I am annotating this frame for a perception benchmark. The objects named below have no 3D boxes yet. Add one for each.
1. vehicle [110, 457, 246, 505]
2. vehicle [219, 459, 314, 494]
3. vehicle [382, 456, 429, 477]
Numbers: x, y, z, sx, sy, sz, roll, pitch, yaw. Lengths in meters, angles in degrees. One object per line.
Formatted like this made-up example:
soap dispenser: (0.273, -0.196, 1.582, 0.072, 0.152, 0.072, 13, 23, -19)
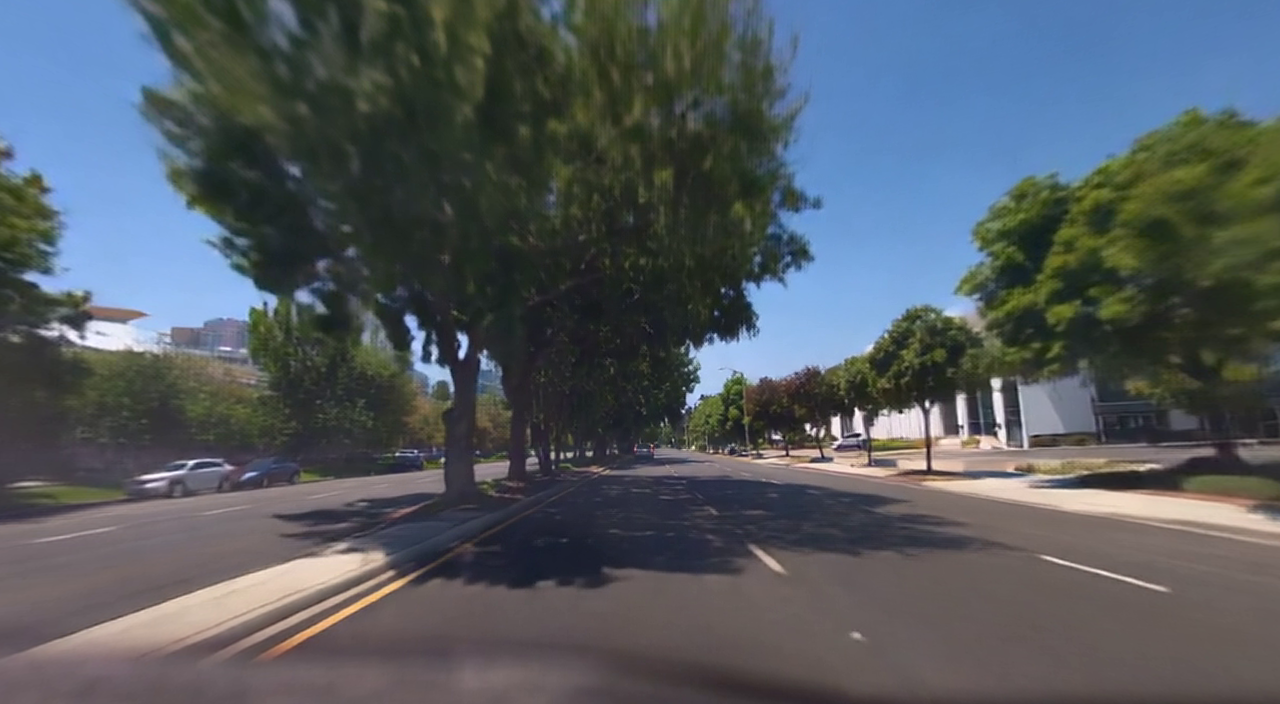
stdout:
vehicle: (-18.969, 5.276, 26.210, 1.959, 1.682, 4.628, 0, -8, 2)
vehicle: (-18.697, 6.241, 31.842, 1.861, 1.499, 4.535, 0, -8, 3)
vehicle: (-18.428, 8.988, 49.723, 1.806, 1.454, 4.599, 0, -8, 1)
